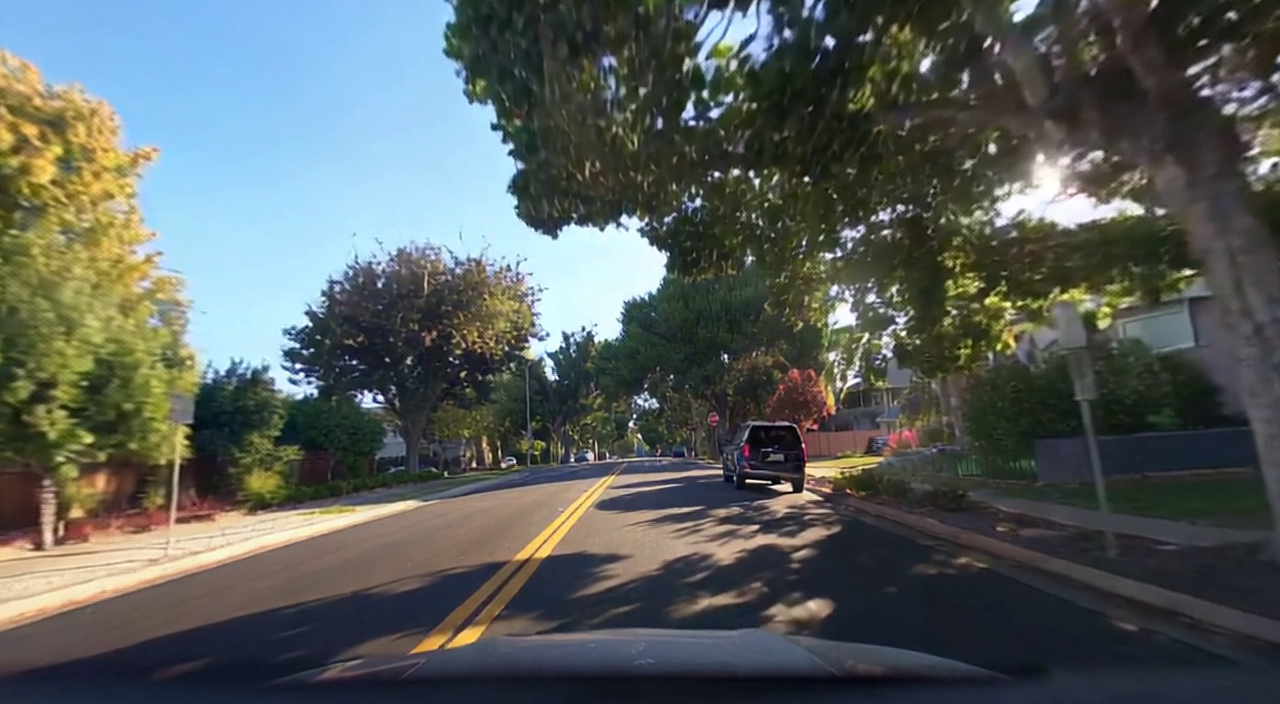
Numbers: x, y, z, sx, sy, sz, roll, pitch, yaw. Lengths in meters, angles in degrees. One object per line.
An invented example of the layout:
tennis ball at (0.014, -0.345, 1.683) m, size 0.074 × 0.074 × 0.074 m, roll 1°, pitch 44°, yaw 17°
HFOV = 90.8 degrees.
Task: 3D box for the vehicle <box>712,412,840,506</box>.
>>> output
vehicle at (3.015, 2.506, 15.113) m, size 2.109 × 1.875 × 4.488 m, roll -1°, pitch -8°, yaw 1°

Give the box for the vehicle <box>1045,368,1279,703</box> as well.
vehicle at (2.878, 0.583, 0.210) m, size 1.969 × 1.549 × 5.038 m, roll 0°, pitch -8°, yaw -3°

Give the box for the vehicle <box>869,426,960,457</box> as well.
vehicle at (17.666, 5.797, 40.846) m, size 4.982 × 1.874 × 2.133 m, roll -3°, pitch -9°, yaw 13°

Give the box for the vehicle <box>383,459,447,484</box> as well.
vehicle at (-17.509, 9.358, 49.225) m, size 4.274 × 1.626 × 2.093 m, roll -6°, pitch -12°, yaw 11°
